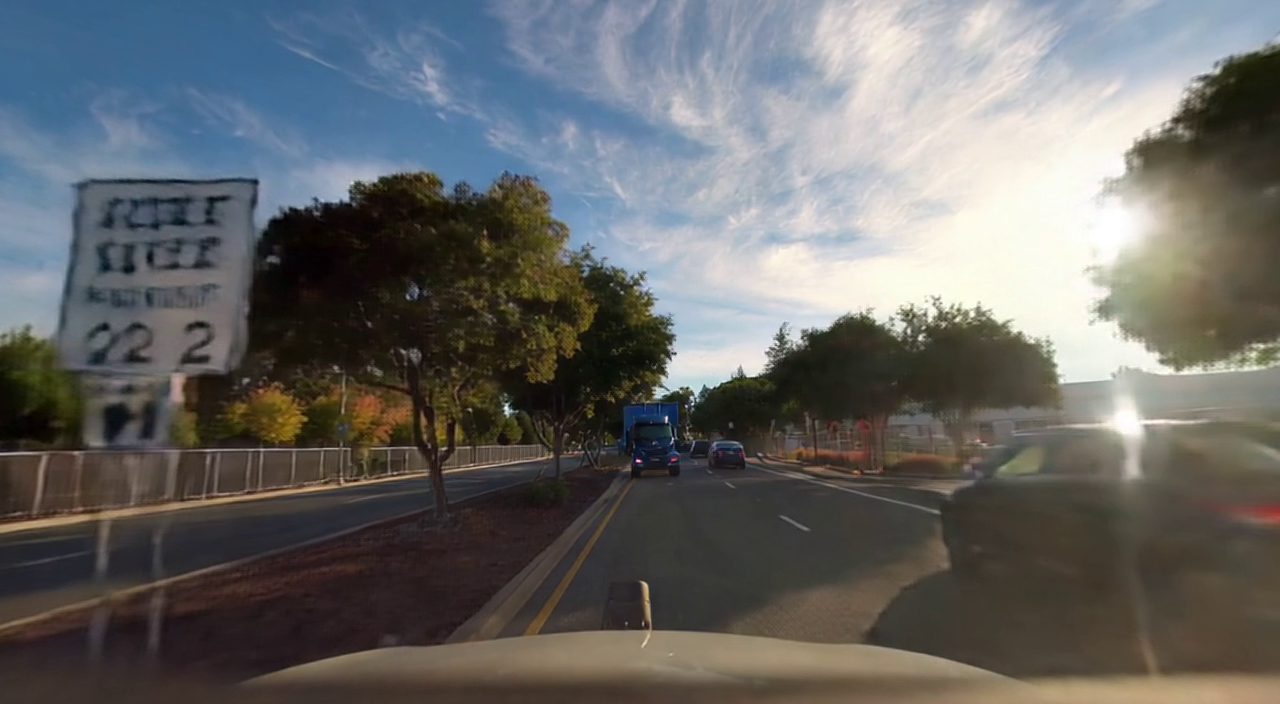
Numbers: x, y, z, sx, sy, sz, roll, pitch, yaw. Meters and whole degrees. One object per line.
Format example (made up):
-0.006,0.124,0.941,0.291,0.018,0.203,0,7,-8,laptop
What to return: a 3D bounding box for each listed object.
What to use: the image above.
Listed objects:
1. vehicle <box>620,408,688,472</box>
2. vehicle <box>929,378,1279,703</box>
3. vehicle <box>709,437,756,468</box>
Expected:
0.738,4.663,33.181,3.197,2.963,7.055,0,-8,1,vehicle
4.337,1.230,4.936,2.076,1.661,4.524,0,-8,2,vehicle
5.375,5.909,37.225,2.151,1.662,4.543,0,-8,1,vehicle
